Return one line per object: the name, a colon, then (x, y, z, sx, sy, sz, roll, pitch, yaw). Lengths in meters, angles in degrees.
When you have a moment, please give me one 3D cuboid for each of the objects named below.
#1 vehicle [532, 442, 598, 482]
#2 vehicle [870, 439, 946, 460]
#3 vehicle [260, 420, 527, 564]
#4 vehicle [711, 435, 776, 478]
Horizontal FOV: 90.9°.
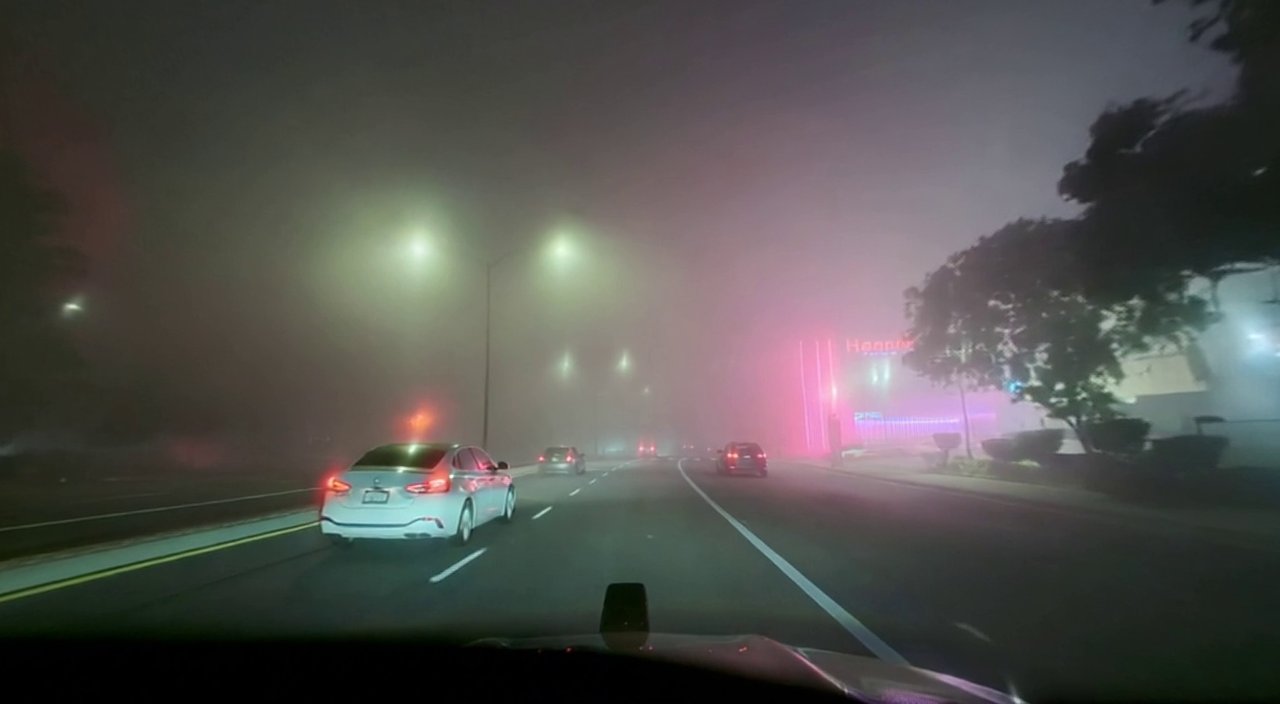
vehicle: (-2.898, 4.348, 25.269, 1.980, 1.454, 4.226, -1, -8, 2)
vehicle: (19.508, 7.131, 46.002, 4.502, 1.454, 2.129, 0, -9, 0)
vehicle: (-3.132, 1.885, 9.259, 2.118, 1.568, 4.436, 0, -8, 0)
vehicle: (4.432, 4.555, 27.645, 2.103, 1.699, 4.171, 0, -8, 0)
